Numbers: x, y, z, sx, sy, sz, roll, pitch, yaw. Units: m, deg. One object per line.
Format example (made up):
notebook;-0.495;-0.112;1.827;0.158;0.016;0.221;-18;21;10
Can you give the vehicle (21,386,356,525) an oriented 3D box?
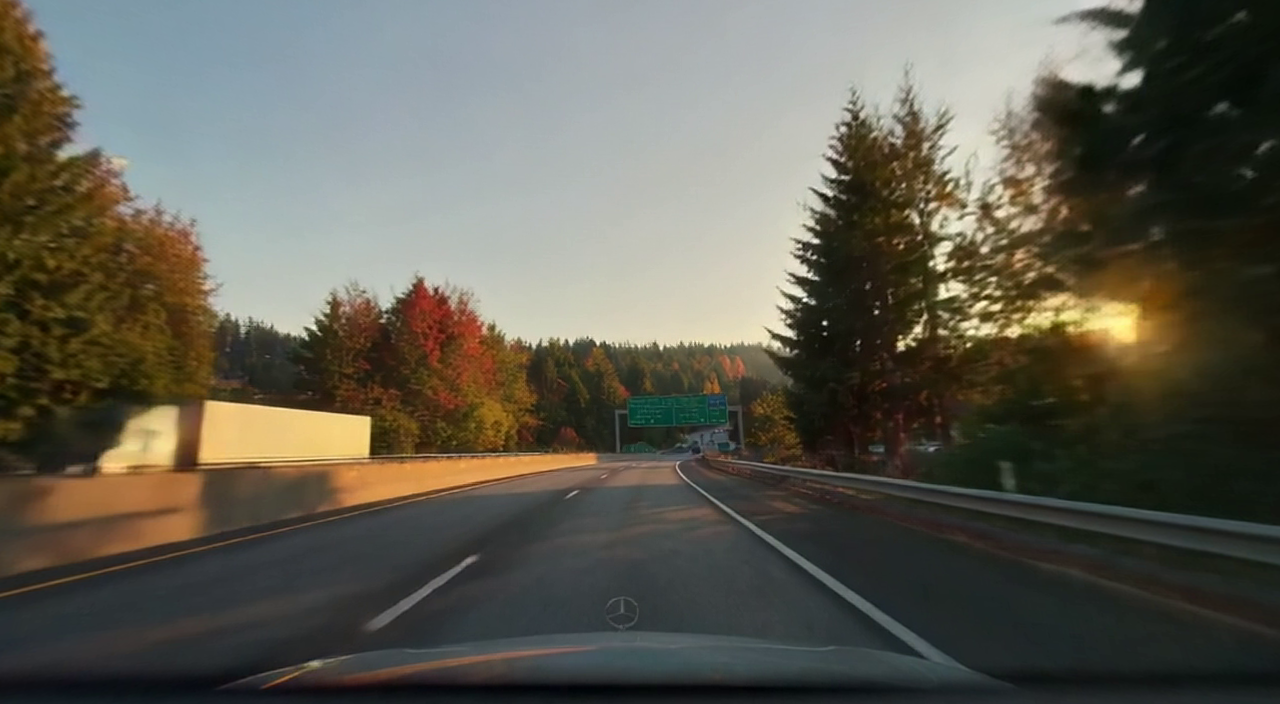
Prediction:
vehicle;-16.407;4.101;25.447;2.910;4.014;14.092;-1;-9;1
